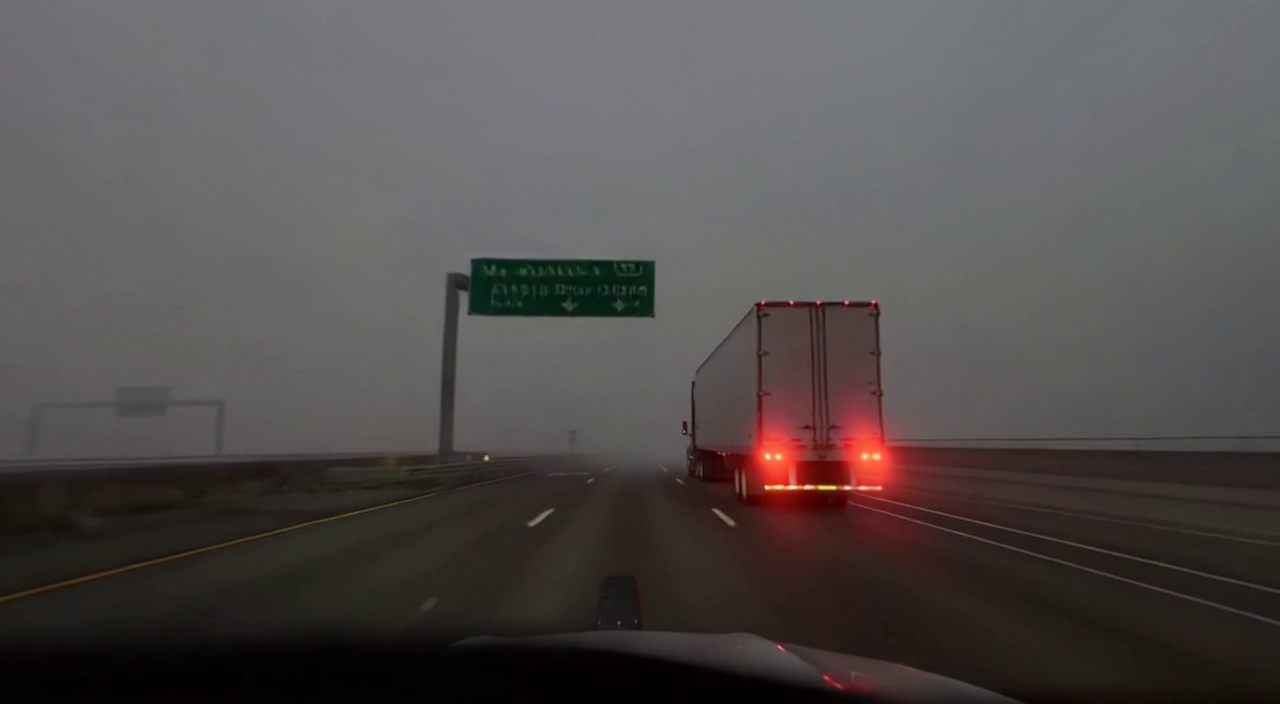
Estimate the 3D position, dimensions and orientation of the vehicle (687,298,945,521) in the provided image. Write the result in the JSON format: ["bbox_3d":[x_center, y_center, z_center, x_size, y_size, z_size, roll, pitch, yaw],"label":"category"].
[{"bbox_3d":[3.670,2.087,18.555,3.244,4.020,14.561,0,-9,-1],"label":"vehicle"}]
